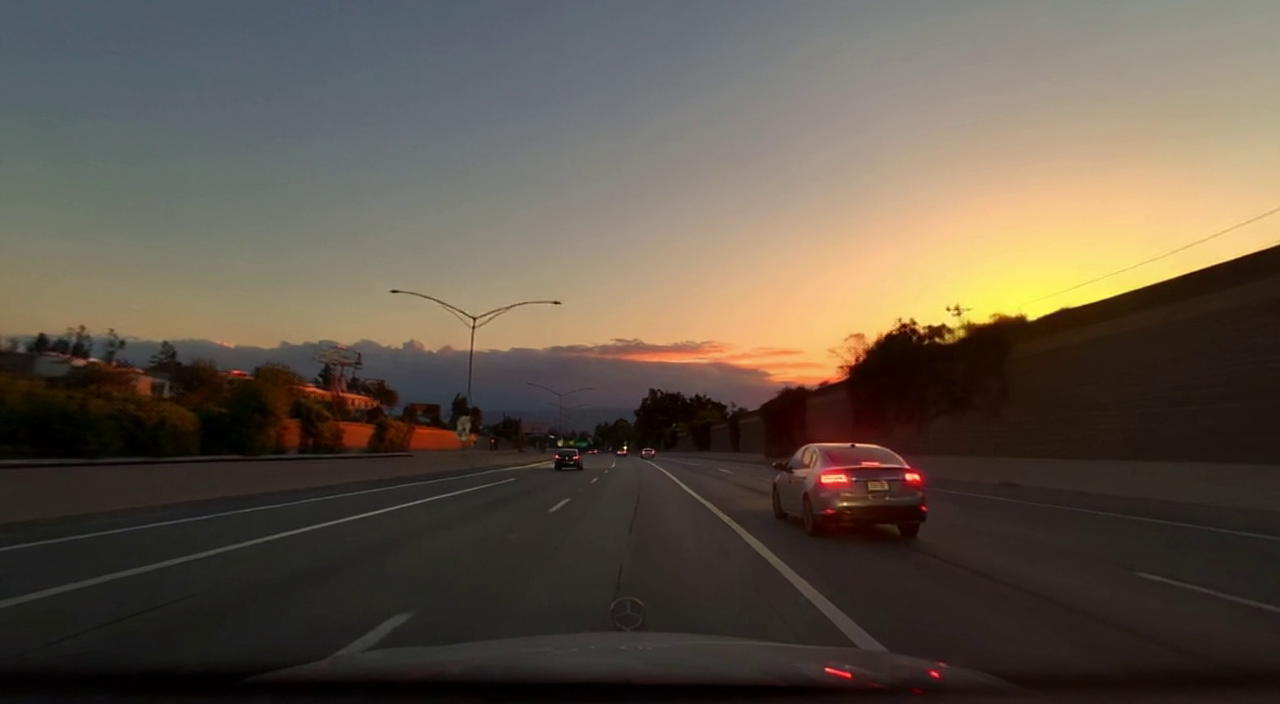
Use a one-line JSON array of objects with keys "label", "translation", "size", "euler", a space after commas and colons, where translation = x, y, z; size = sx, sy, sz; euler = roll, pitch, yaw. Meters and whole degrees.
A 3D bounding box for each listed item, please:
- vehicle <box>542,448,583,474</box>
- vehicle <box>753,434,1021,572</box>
[{"label": "vehicle", "translation": [-4.689, 6.663, 38.696], "size": [2.014, 1.481, 4.156], "euler": [0, -8, -1]}, {"label": "vehicle", "translation": [3.152, 2.018, 9.372], "size": [2.030, 1.490, 4.737], "euler": [0, -8, 0]}]
